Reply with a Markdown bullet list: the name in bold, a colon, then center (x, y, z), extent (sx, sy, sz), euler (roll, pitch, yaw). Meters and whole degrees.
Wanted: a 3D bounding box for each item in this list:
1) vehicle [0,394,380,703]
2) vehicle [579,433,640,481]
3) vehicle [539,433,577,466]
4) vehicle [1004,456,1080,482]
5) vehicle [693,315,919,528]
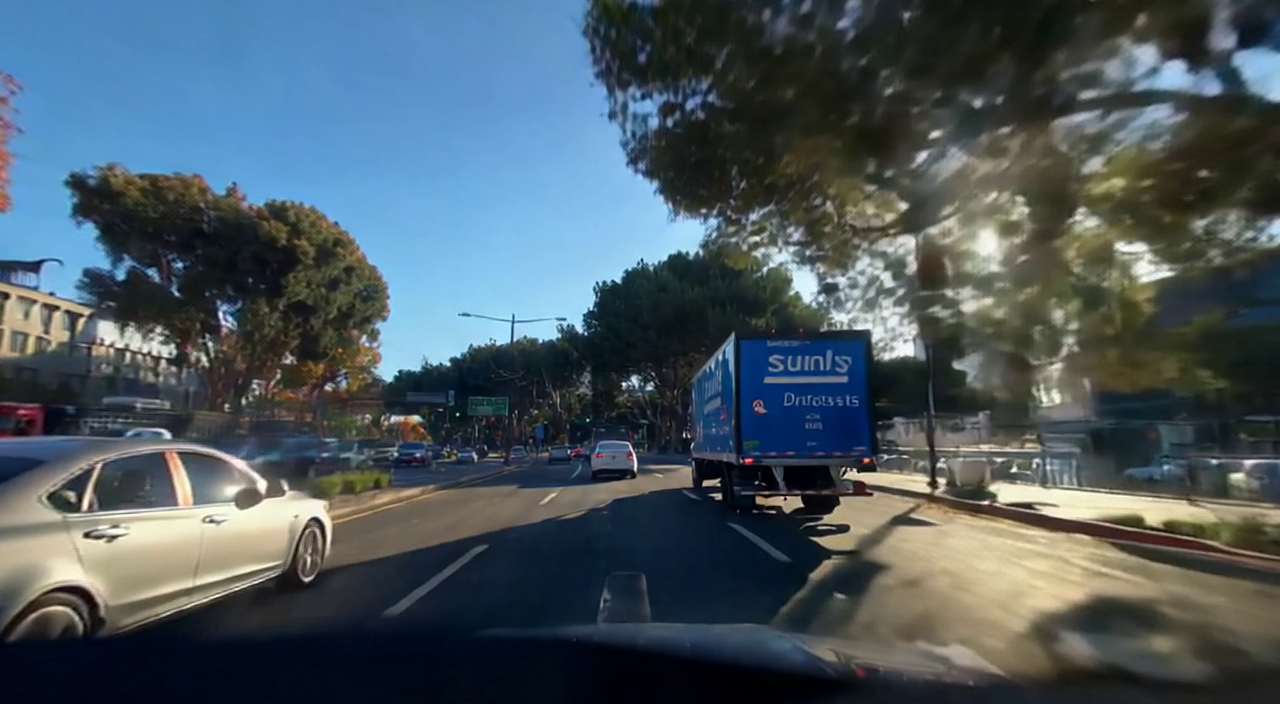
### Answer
- **vehicle**: center (-3.678, 1.193, 4.351), extent (1.828, 1.515, 4.422), euler (0, -9, 0)
- **vehicle**: center (-1.314, 4.406, 26.596), extent (2.388, 1.811, 4.455), euler (1, -9, -4)
- **vehicle**: center (-5.757, 6.938, 44.920), extent (2.269, 2.181, 5.787), euler (1, -9, -4)
- **vehicle**: center (24.973, 7.234, 39.016), extent (4.391, 1.492, 1.972), euler (5, -10, -28)
- **vehicle**: center (3.174, 1.774, 14.972), extent (2.905, 3.644, 8.441), euler (0, -9, -1)
